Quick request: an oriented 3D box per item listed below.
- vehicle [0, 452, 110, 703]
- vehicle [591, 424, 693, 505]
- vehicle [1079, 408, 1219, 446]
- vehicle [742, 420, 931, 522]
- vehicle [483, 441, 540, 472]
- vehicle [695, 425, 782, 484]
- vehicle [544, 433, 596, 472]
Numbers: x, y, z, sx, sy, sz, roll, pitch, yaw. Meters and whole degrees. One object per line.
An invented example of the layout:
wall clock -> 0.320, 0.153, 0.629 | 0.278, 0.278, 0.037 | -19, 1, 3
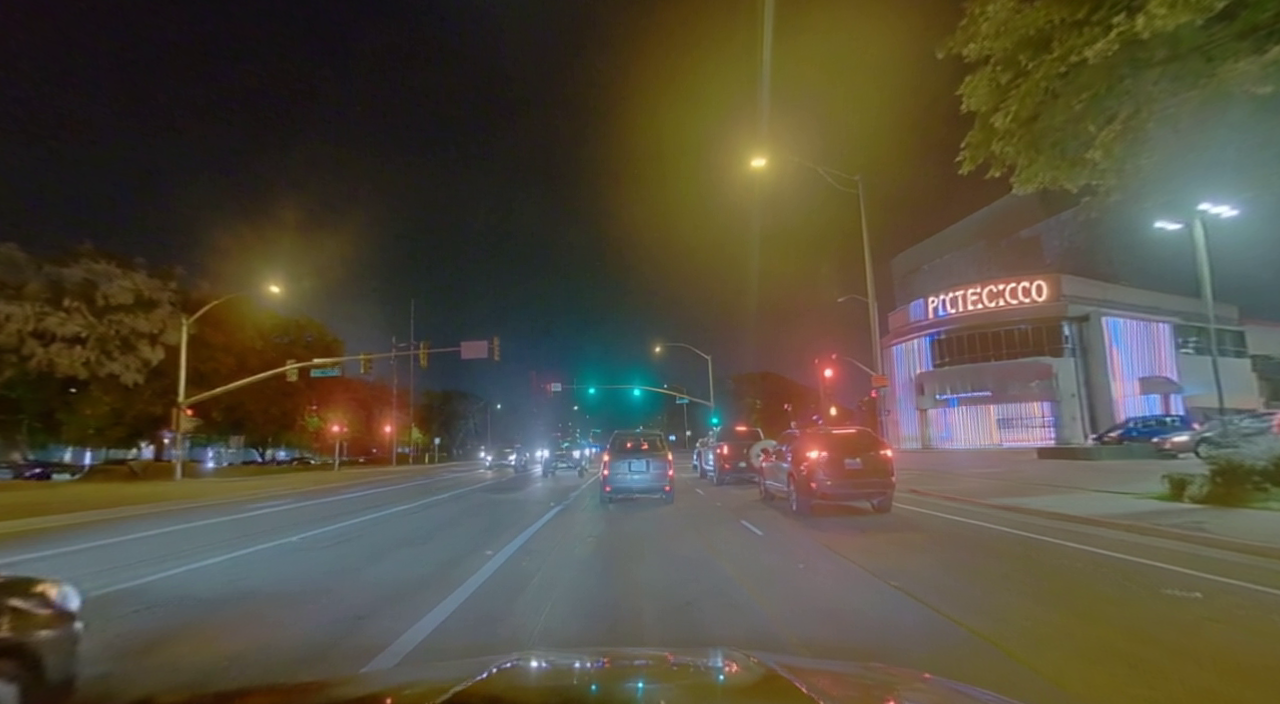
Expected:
vehicle -> -3.517, 0.834, 0.893 | 1.980, 1.321, 4.113 | 0, -9, 0
vehicle -> -0.040, 2.685, 15.394 | 2.146, 1.685, 4.003 | 0, -9, -3
vehicle -> 24.008, 3.597, 29.954 | 4.854, 1.712, 2.017 | 0, -9, -1
vehicle -> 3.604, 2.298, 12.721 | 2.198, 1.660, 4.512 | 0, -9, -2
vehicle -> -6.502, 5.357, 32.490 | 1.954, 1.473, 4.350 | 0, -9, 1
vehicle -> 3.240, 3.527, 21.879 | 2.144, 1.802, 4.609 | 0, -9, -1
vehicle -> -3.435, 5.037, 31.816 | 2.106, 1.778, 4.444 | 0, -9, 0
